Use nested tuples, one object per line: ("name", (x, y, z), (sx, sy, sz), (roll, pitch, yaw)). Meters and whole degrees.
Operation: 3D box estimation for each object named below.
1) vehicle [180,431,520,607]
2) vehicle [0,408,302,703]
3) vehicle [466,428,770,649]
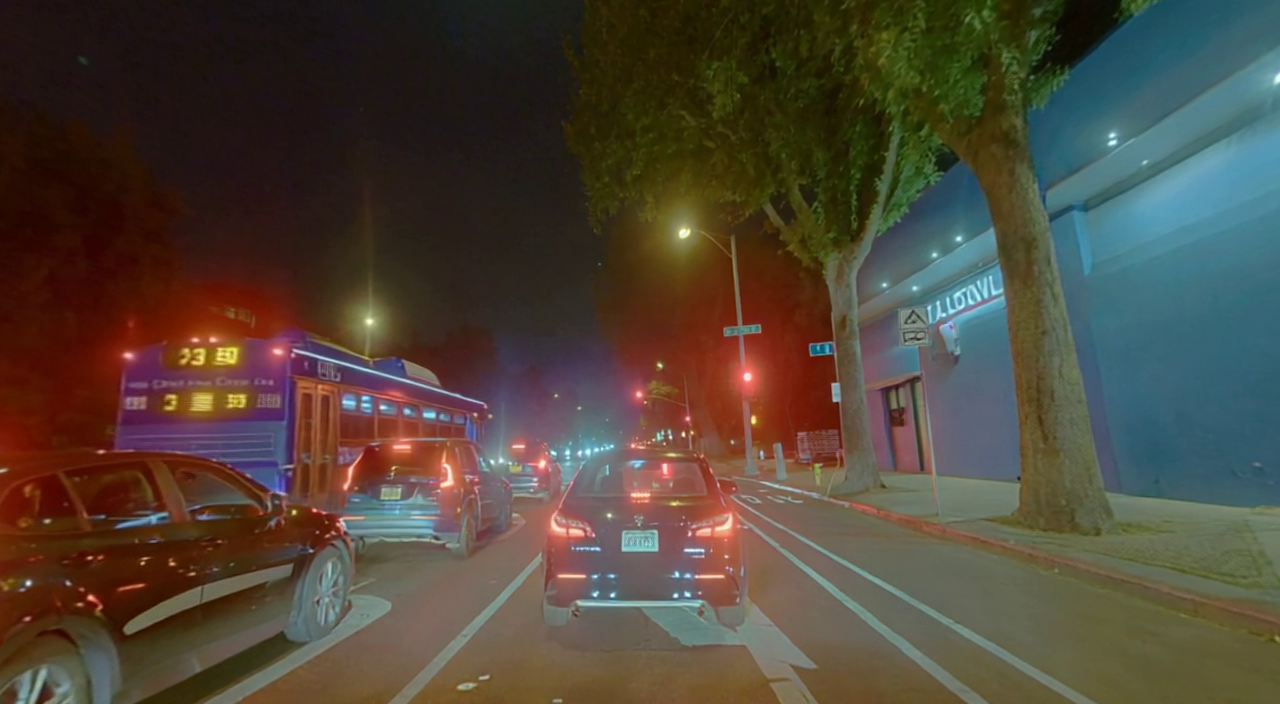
("vehicle", (-2.917, 1.754, 7.652), (1.944, 1.481, 4.385), (0, -8, 1))
("vehicle", (-3.167, 0.880, 1.749), (1.867, 1.486, 4.452), (0, -8, 2))
("vehicle", (-0.136, 1.528, 6.174), (2.031, 1.461, 3.763), (0, -8, 0))
